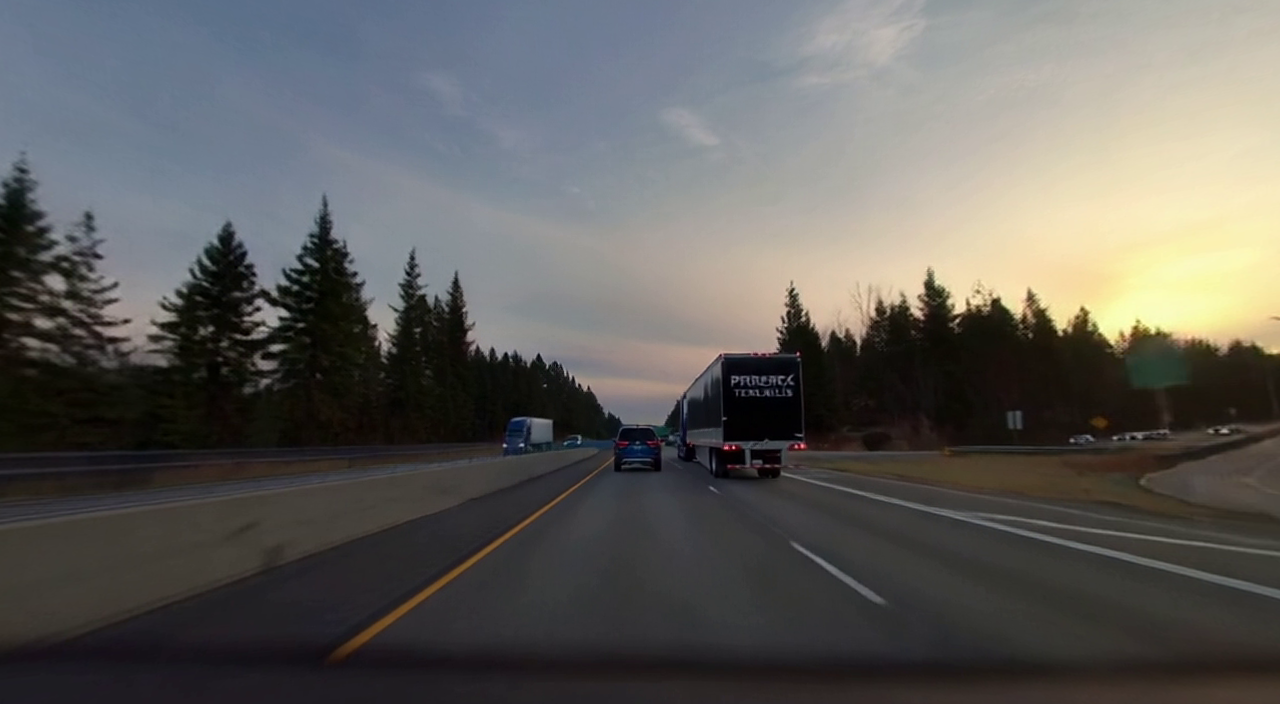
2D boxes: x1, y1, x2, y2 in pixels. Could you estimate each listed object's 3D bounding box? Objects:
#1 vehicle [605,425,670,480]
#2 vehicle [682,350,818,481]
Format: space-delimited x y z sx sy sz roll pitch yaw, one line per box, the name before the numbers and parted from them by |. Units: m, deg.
vehicle | -0.093 3.767 23.800 2.222 1.848 4.610 0 -8 0
vehicle | 4.042 3.214 28.408 2.899 4.160 16.621 0 -8 -1
